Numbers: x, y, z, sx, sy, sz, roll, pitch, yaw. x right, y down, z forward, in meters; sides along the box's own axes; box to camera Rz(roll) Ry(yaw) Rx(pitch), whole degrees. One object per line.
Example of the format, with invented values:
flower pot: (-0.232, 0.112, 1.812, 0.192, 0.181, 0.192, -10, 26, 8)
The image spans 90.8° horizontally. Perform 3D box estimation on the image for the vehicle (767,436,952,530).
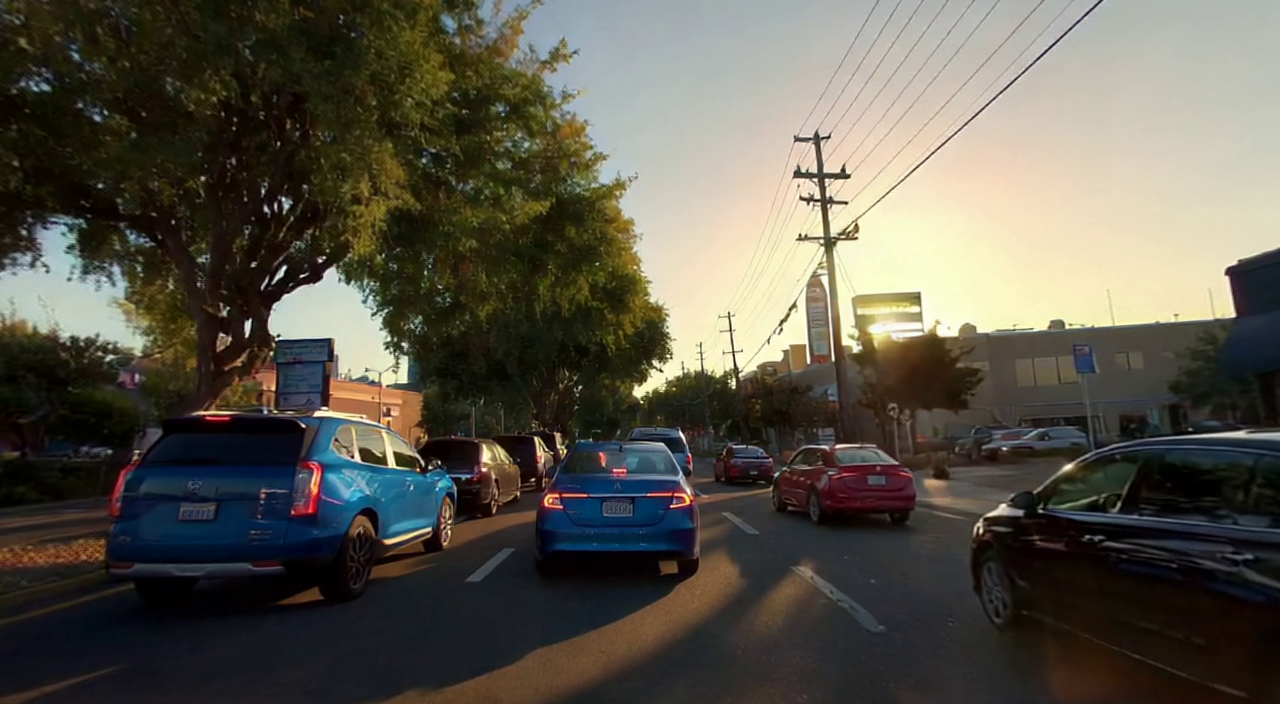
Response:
vehicle: (3.918, 2.401, 12.215, 1.909, 1.473, 4.361, 0, -9, -1)

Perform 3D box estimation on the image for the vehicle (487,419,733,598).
vehicle: (-0.316, 1.631, 7.402, 2.097, 1.511, 3.809, 0, -9, -2)

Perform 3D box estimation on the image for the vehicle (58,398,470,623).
vehicle: (-3.443, 1.524, 7.010, 1.979, 1.697, 4.254, 0, -9, -1)

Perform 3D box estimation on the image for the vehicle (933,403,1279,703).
vehicle: (3.643, 1.077, 3.391, 1.929, 1.479, 4.723, 0, -9, 1)
